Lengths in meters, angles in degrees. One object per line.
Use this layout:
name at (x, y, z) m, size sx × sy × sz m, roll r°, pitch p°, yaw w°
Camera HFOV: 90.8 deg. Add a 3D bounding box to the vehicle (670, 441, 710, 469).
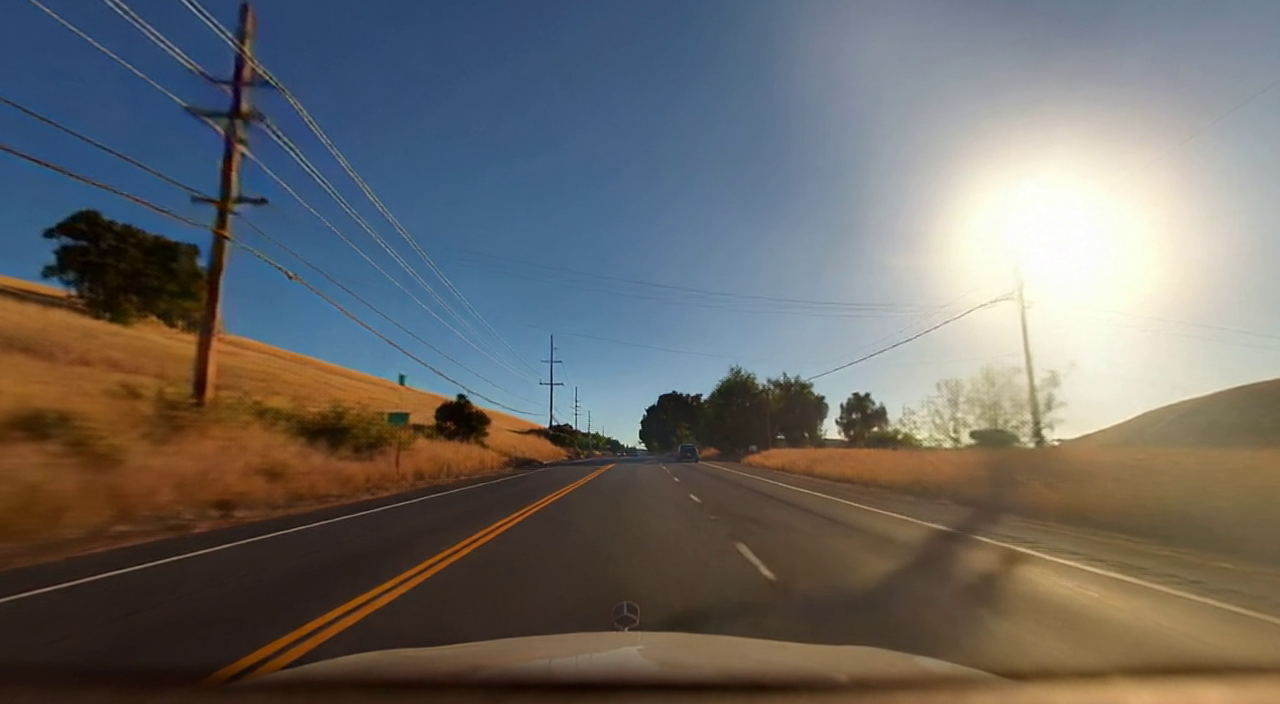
vehicle at (3.188, 6.671, 40.909) m, size 2.135 × 1.692 × 4.185 m, roll 0°, pitch -9°, yaw -2°
